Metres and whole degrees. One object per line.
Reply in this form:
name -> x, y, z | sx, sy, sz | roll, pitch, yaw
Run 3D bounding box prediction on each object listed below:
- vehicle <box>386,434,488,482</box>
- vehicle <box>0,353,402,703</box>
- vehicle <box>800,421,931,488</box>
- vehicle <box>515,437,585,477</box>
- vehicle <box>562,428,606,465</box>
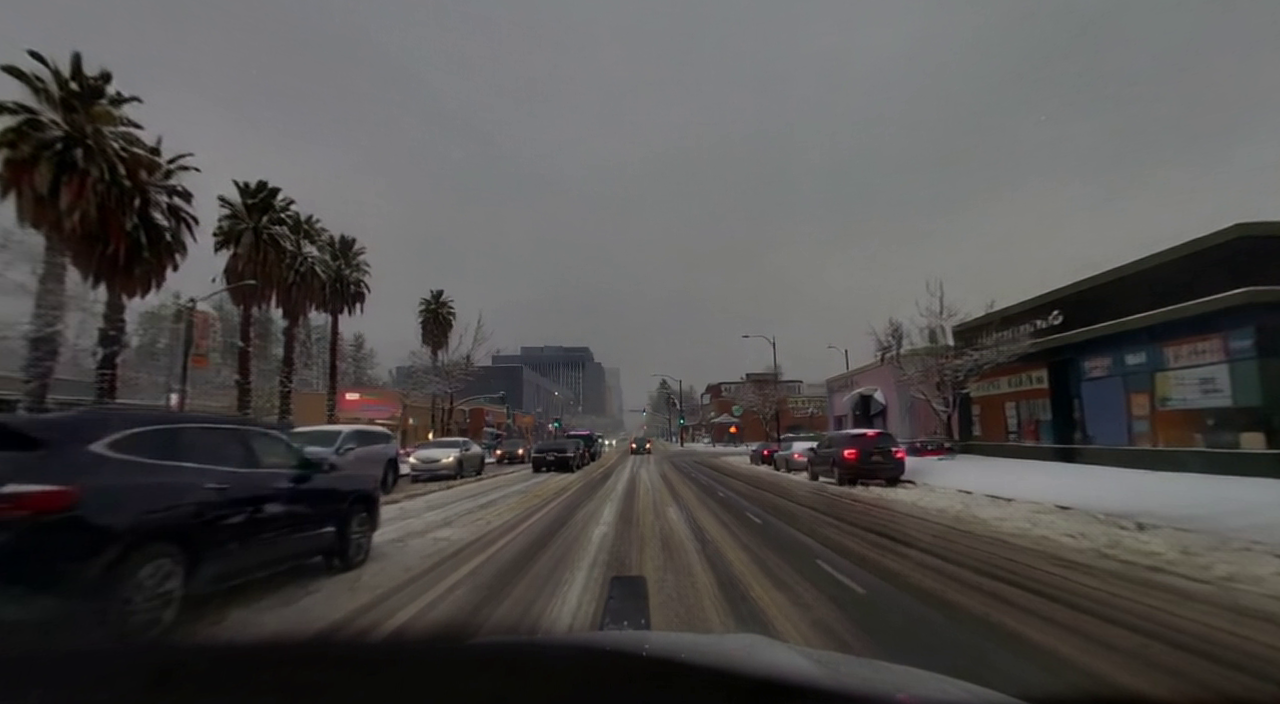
vehicle -> -6.962, 3.679, 22.179 | 2.071, 1.501, 4.339 | 0, -9, 1
vehicle -> -3.618, 1.125, 4.699 | 2.024, 1.636, 4.121 | 0, -9, 1
vehicle -> 7.377, 3.454, 21.487 | 2.256, 1.936, 5.838 | 0, -9, 0
vehicle -> -3.496, 4.197, 25.474 | 2.044, 1.462, 4.624 | 0, -9, 1
vehicle -> -3.246, 5.589, 37.334 | 2.158, 2.040, 4.511 | 0, -9, 0
